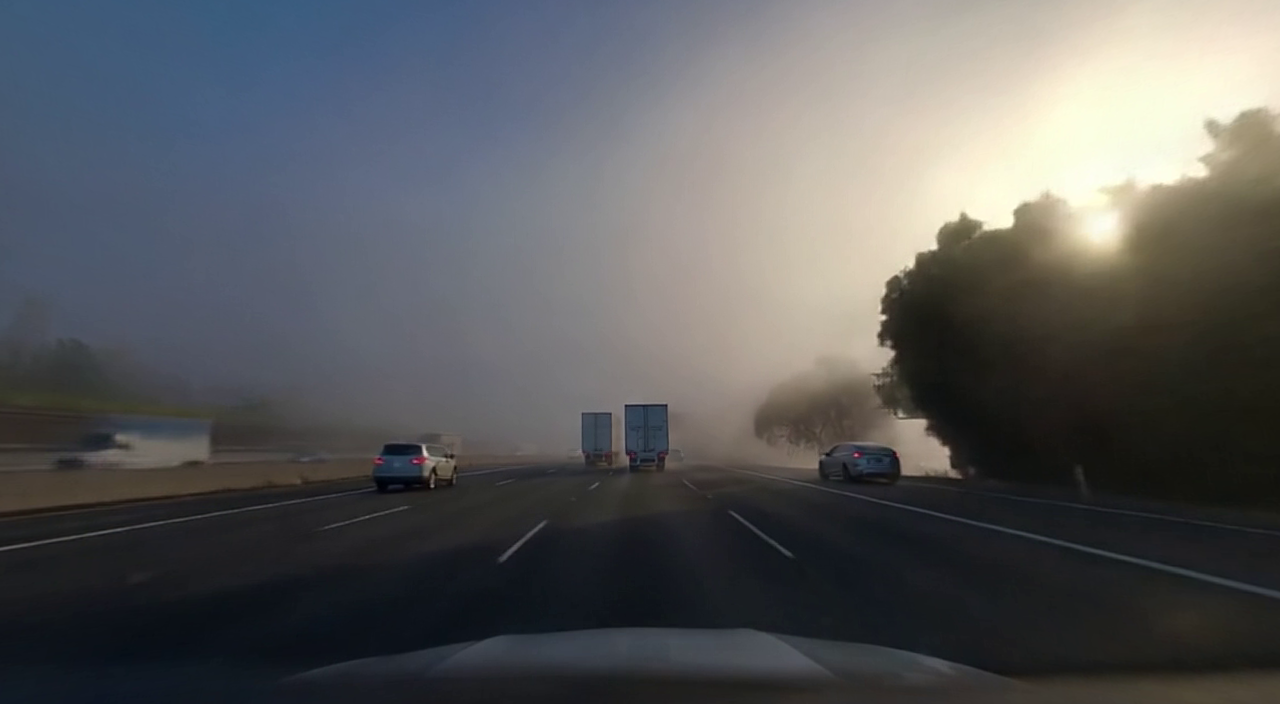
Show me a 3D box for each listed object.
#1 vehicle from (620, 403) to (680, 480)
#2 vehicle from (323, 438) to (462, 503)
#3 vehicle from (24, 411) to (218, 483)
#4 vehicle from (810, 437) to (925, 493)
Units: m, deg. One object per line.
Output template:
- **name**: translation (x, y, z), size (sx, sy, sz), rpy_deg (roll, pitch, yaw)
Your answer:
- **vehicle**: translation (0.473, 5.278, 38.943), size (3.054, 3.944, 11.230), rpy_deg (-1, -6, -1)
- **vehicle**: translation (-6.728, 3.247, 17.835), size (1.992, 1.547, 4.673), rpy_deg (0, -8, 1)
- **vehicle**: translation (-25.456, 4.746, 31.689), size (2.903, 3.092, 7.885), rpy_deg (-1, -8, 1)
- **vehicle**: translation (7.073, 3.537, 20.133), size (1.969, 1.560, 4.394), rpy_deg (0, -8, -1)
